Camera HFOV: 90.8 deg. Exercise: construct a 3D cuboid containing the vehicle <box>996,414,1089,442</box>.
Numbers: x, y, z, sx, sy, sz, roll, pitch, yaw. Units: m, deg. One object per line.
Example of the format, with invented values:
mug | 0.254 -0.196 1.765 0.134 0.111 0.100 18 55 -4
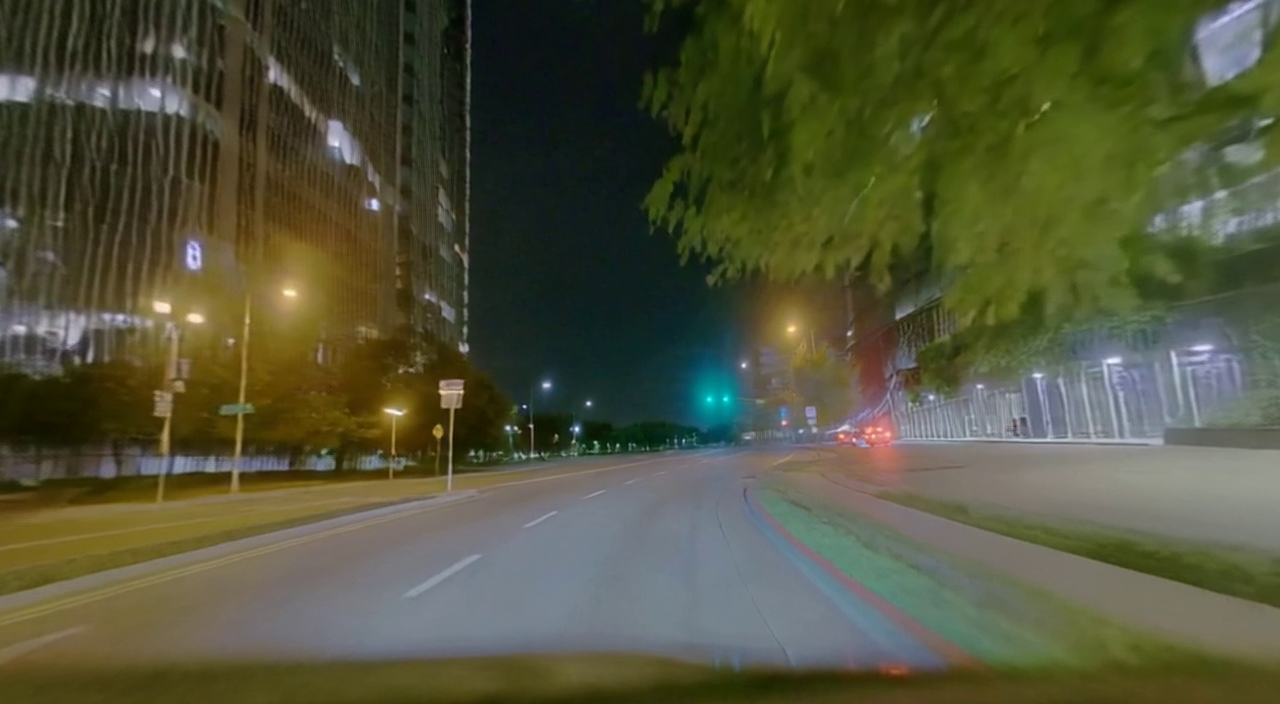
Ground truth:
vehicle | 27.405 5.231 43.106 2.014 1.757 4.871 8 -12 -43
